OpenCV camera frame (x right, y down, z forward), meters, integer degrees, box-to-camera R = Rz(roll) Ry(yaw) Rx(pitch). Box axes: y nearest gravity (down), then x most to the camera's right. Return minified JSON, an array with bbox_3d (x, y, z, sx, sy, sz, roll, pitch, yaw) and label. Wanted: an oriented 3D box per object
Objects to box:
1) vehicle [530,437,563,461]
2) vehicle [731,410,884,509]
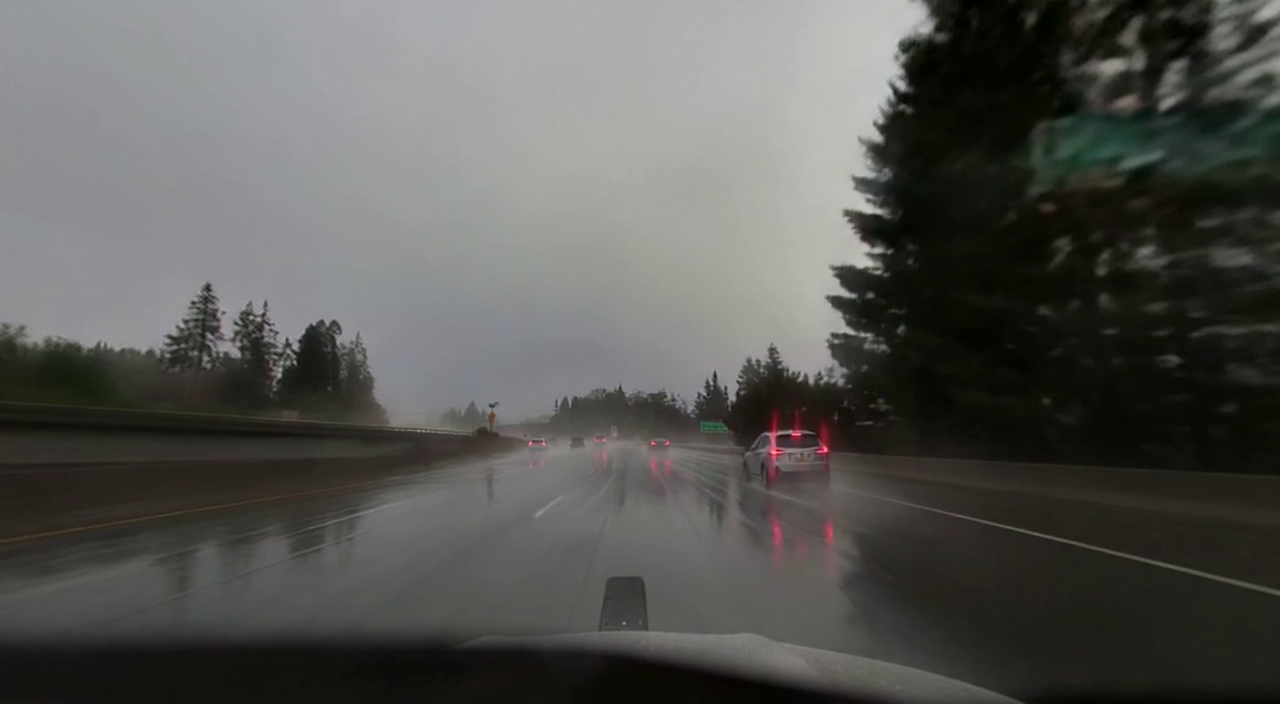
[{"bbox_3d":[-6.623,6.903,45.013,2.064,1.645,4.286,0,-8,-5],"label":"vehicle"},{"bbox_3d":[3.395,2.297,13.798,2.043,1.795,4.347,0,-8,-1],"label":"vehicle"}]
